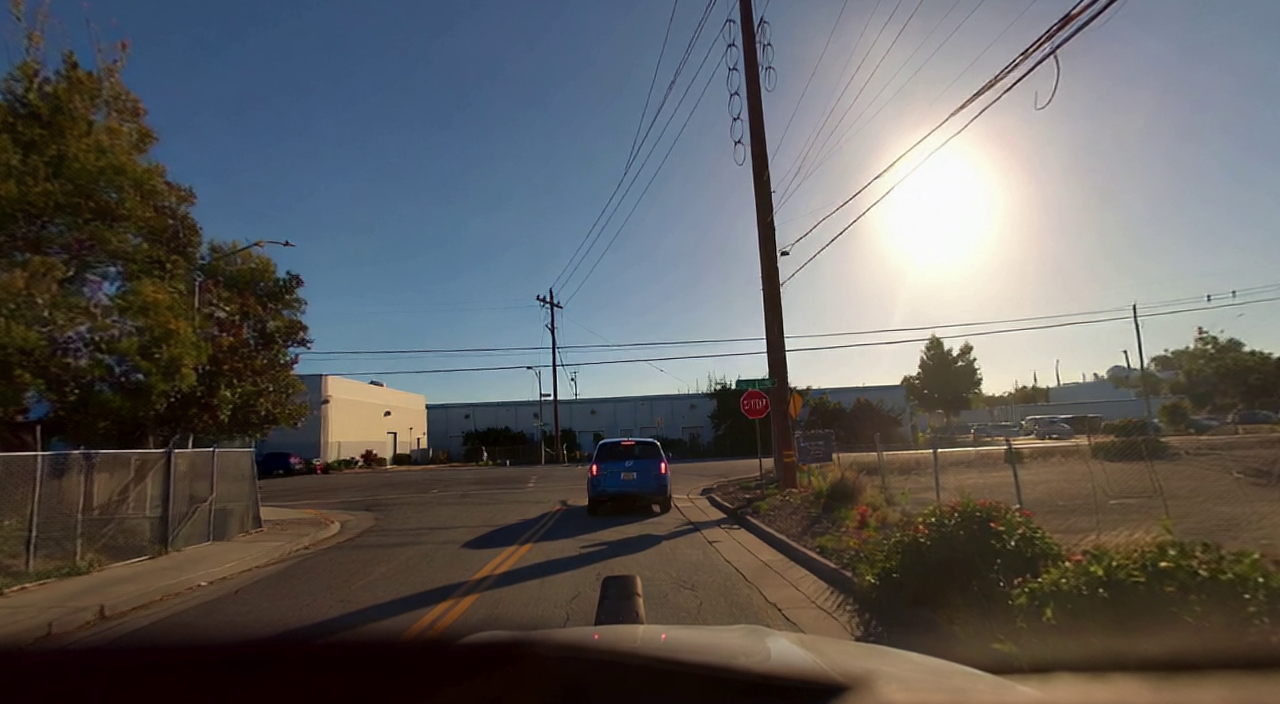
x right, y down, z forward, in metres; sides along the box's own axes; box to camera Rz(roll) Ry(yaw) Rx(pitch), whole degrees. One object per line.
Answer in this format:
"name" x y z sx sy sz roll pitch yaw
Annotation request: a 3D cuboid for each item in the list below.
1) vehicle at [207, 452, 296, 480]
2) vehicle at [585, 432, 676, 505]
"vehicle" -25.270 7.411 41.187 4.415 1.753 2.029 -1 -8 4
"vehicle" -0.301 3.054 16.992 2.137 1.698 4.166 0 -8 -2
